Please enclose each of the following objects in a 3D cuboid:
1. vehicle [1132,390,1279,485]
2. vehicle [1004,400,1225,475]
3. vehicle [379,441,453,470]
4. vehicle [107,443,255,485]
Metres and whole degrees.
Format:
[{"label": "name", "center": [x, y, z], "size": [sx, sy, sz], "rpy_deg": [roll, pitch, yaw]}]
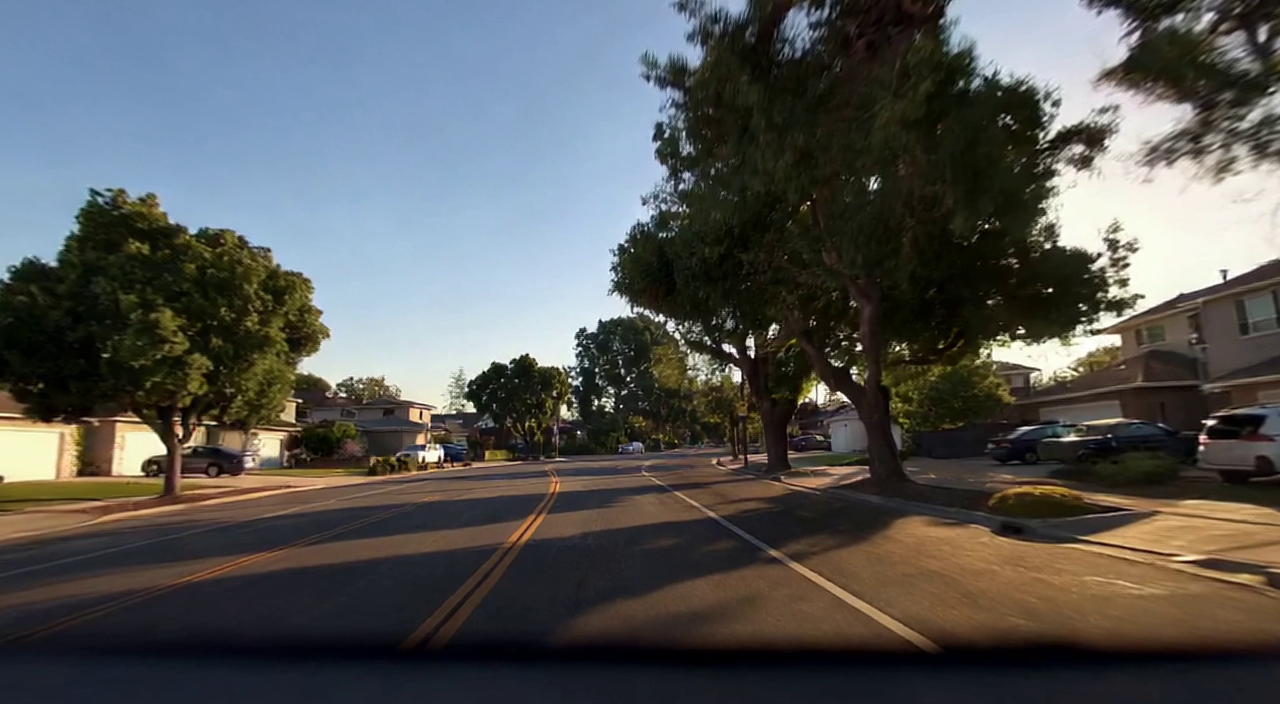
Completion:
[{"label": "vehicle", "center": [15.608, 1.915, 14.574], "size": [6.117, 2.005, 2.230], "rpy_deg": [-4, -9, 13]}, {"label": "vehicle", "center": [14.140, 2.642, 19.174], "size": [4.733, 1.848, 1.997], "rpy_deg": [-5, -10, 11]}, {"label": "vehicle", "center": [-16.114, 7.477, 45.896], "size": [2.418, 1.969, 6.615], "rpy_deg": [-1, -8, 6]}, {"label": "vehicle", "center": [-21.535, 5.250, 29.860], "size": [5.166, 1.847, 2.049], "rpy_deg": [1, -8, -6]}]
